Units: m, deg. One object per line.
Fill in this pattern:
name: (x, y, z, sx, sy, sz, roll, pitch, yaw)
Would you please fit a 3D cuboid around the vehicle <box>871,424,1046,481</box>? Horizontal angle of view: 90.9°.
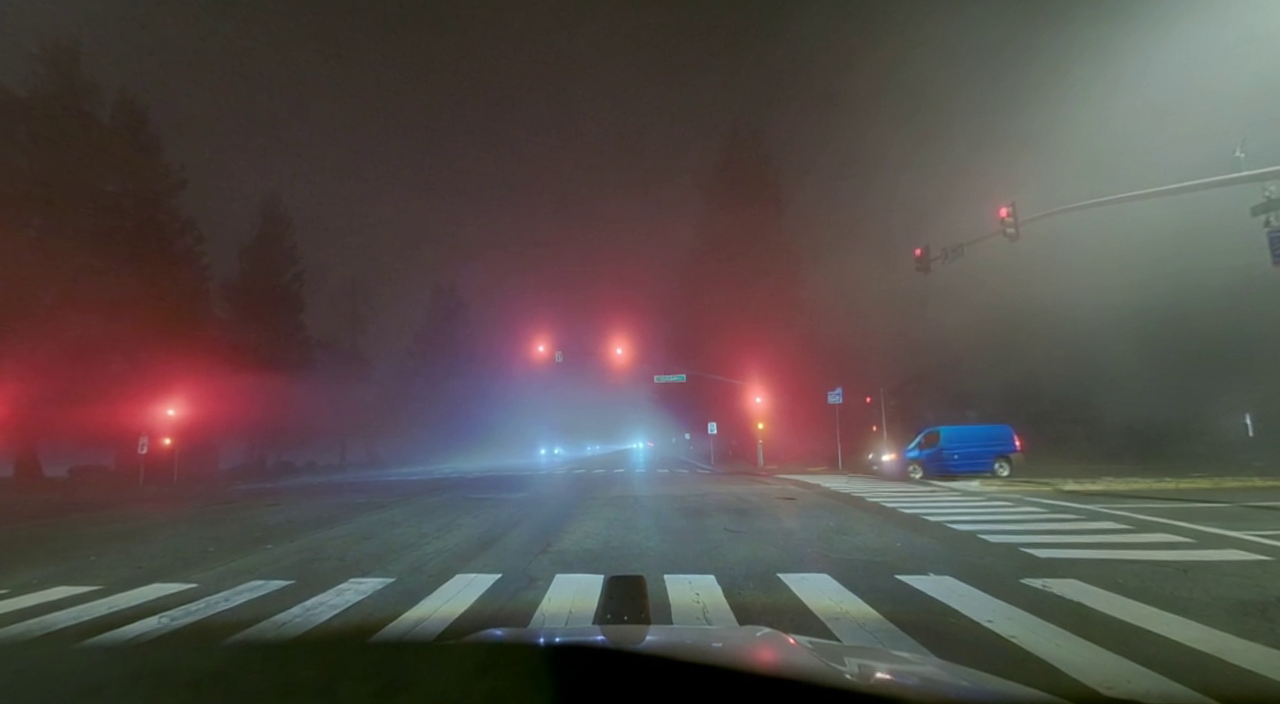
vehicle: (10.545, 3.359, 21.178, 4.790, 1.798, 1.909, 0, -8, 0)
